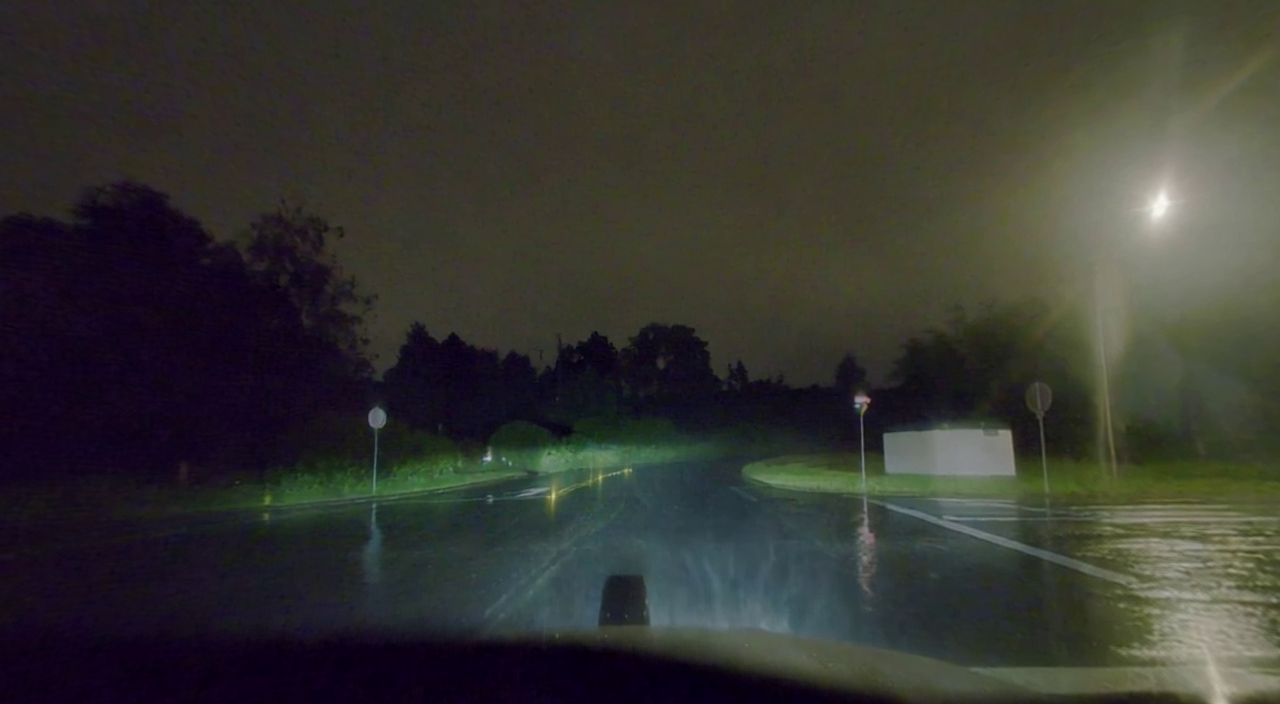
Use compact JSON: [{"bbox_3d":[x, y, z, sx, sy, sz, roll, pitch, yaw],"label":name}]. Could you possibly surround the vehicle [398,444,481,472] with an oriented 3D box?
[{"bbox_3d":[-12.680,6.724,40.078,4.590,1.735,1.973,0,-9,3],"label":"vehicle"}]
